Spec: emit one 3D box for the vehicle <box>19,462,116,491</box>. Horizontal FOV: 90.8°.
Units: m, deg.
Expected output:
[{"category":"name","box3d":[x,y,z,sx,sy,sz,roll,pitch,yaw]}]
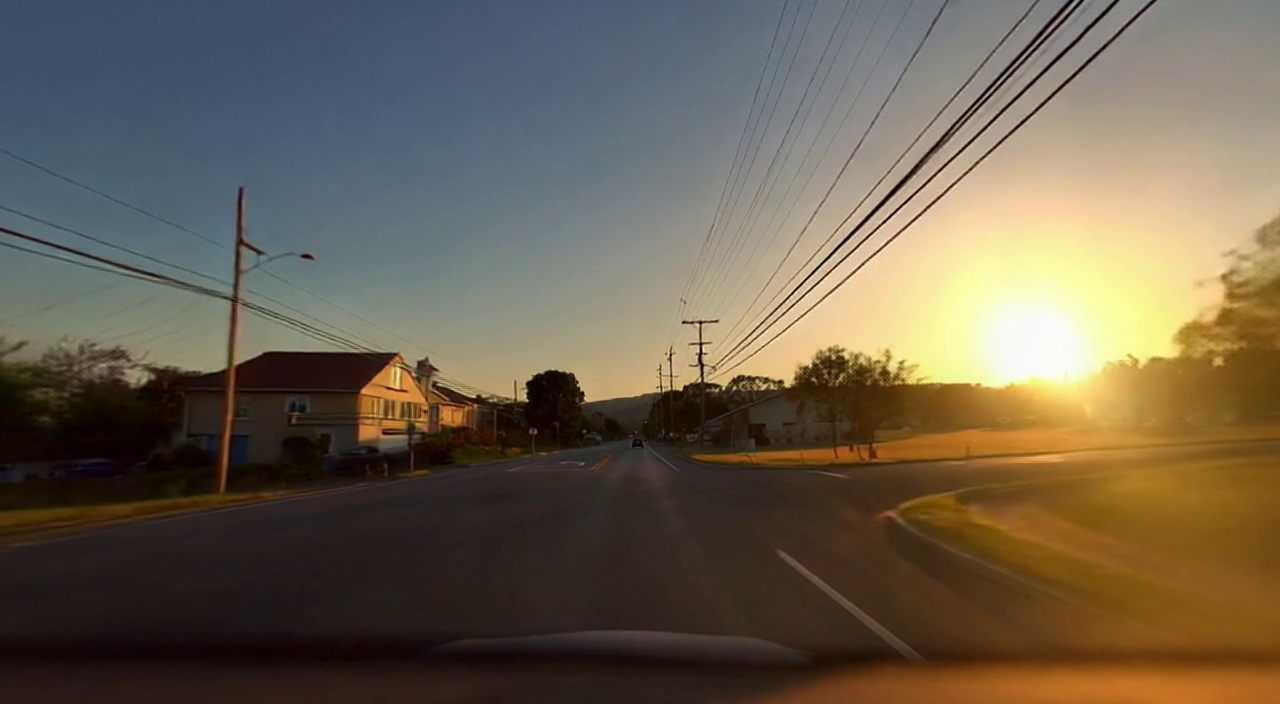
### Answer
[{"category":"vehicle","box3d":[-34.726,7.515,38.399,1.808,1.527,4.145,-8,-12,44]}]
